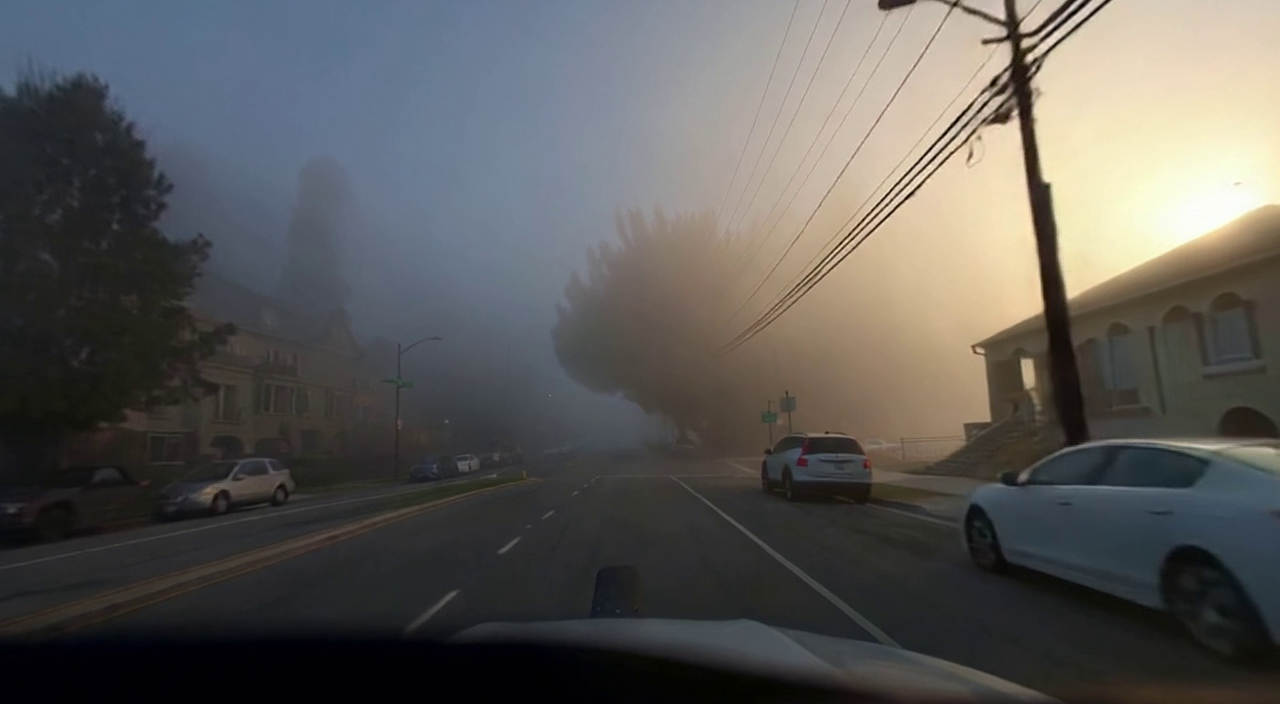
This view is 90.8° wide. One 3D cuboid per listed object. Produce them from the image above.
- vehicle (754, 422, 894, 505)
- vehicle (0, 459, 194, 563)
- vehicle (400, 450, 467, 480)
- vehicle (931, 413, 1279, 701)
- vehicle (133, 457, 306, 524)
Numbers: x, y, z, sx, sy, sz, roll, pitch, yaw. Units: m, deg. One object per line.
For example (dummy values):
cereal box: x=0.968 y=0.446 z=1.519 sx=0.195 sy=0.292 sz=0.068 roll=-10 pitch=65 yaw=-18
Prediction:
vehicle: x=4.444 y=2.766 z=16.070 sx=2.126 sy=1.802 sz=4.259 roll=0 pitch=-8 yaw=-2
vehicle: x=-10.969 y=2.862 z=12.038 sx=1.804 sy=1.513 sz=4.450 roll=0 pitch=-8 yaw=-2
vehicle: x=-11.320 y=6.205 z=34.999 sx=1.970 sy=1.523 sz=4.702 roll=-1 pitch=-8 yaw=2
vehicle: x=4.288 y=1.282 z=4.797 sx=1.989 sy=1.471 sz=4.460 roll=0 pitch=-8 yaw=0
vehicle: x=-11.158 y=3.657 z=17.199 sx=1.778 sy=1.470 sz=4.217 roll=0 pitch=-8 yaw=0
